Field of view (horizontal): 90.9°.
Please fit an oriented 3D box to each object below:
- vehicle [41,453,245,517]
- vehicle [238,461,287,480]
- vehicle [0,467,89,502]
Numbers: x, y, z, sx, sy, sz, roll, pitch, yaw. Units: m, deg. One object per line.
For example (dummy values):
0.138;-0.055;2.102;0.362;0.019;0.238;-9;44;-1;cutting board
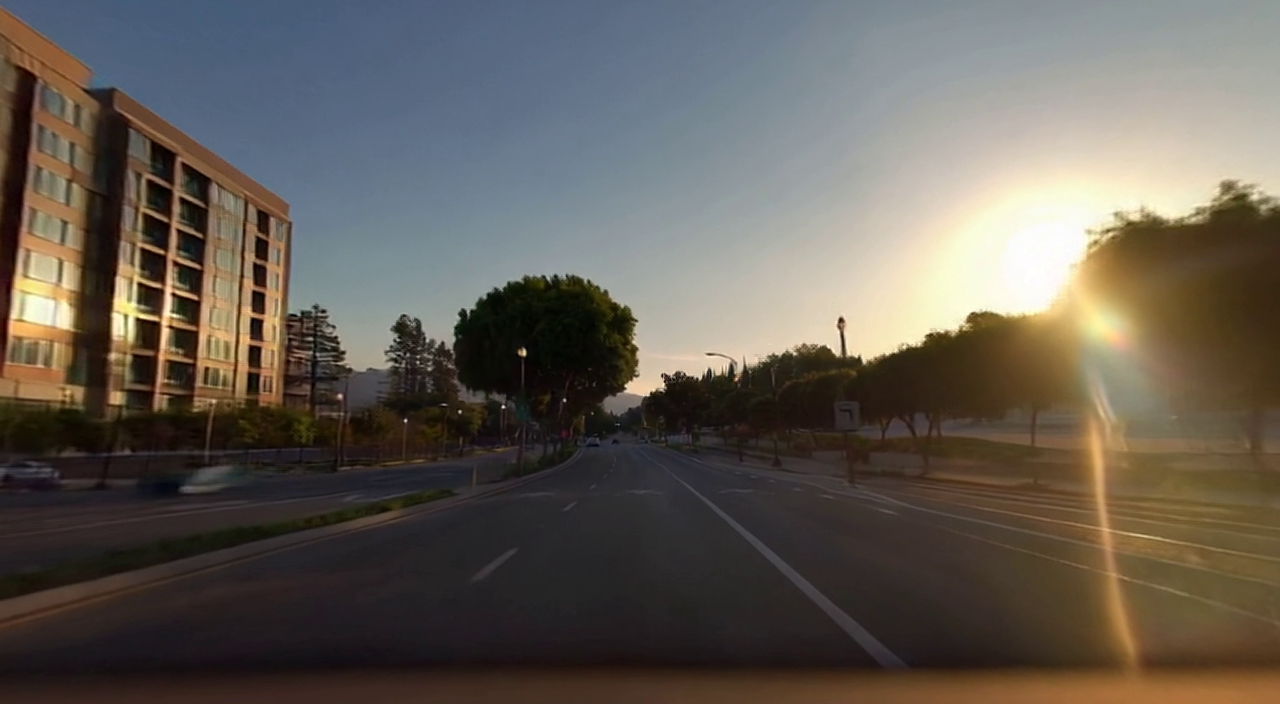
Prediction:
-13.247;3.521;17.244;1.811;1.433;4.387;-1;-8;4;vehicle
-28.946;9.086;48.391;1.518;1.364;3.470;-1;-9;1;vehicle
-29.213;6.351;30.376;1.629;1.411;3.897;0;-8;2;vehicle
